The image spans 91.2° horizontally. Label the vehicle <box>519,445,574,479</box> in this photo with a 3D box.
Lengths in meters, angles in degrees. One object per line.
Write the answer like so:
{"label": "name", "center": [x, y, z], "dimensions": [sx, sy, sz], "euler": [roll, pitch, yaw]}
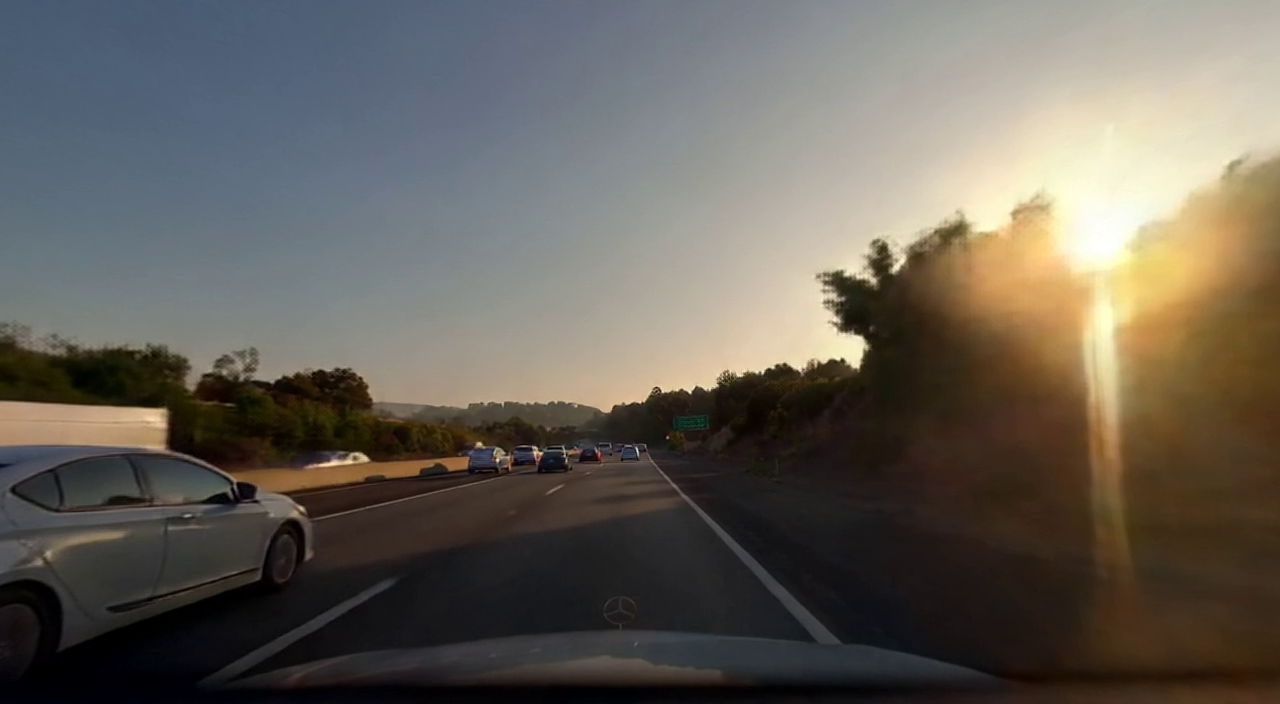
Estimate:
{"label": "vehicle", "center": [-4.334, 5.146, 29.553], "dimensions": [1.988, 1.477, 4.118], "euler": [0, -9, -1]}

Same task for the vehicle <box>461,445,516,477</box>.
{"label": "vehicle", "center": [-7.800, 5.638, 32.596], "dimensions": [1.936, 1.516, 3.904], "euler": [0, -9, 0]}

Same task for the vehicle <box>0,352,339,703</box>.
{"label": "vehicle", "center": [-4.012, 1.046, 3.823], "dimensions": [2.074, 1.779, 4.588], "euler": [0, -9, -1]}

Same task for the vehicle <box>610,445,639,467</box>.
{"label": "vehicle", "center": [-1.099, 7.498, 45.194], "dimensions": [2.023, 1.479, 3.718], "euler": [0, -9, -1]}
